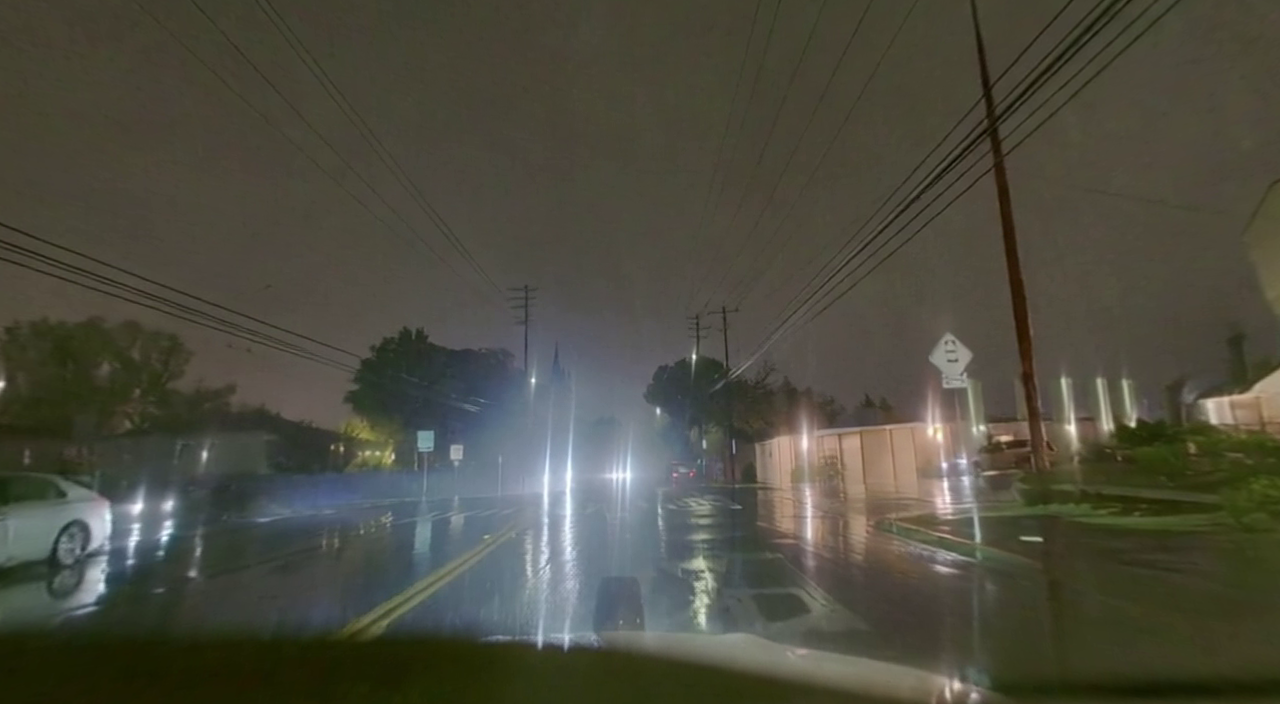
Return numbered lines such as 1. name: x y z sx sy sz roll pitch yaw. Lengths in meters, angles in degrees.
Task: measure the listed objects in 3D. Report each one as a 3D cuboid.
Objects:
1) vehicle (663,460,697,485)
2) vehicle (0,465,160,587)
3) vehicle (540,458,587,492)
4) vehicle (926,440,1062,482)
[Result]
1. vehicle: 3.029 9.260 48.799 2.122 1.699 4.463 0 -8 -2
2. vehicle: -9.423 2.440 8.796 2.000 1.495 4.687 -2 -8 -3
3. vehicle: -4.167 6.801 35.167 2.108 1.651 4.176 0 -8 0
4. vehicle: 14.945 4.594 26.827 4.609 1.660 1.900 0 -8 -3
